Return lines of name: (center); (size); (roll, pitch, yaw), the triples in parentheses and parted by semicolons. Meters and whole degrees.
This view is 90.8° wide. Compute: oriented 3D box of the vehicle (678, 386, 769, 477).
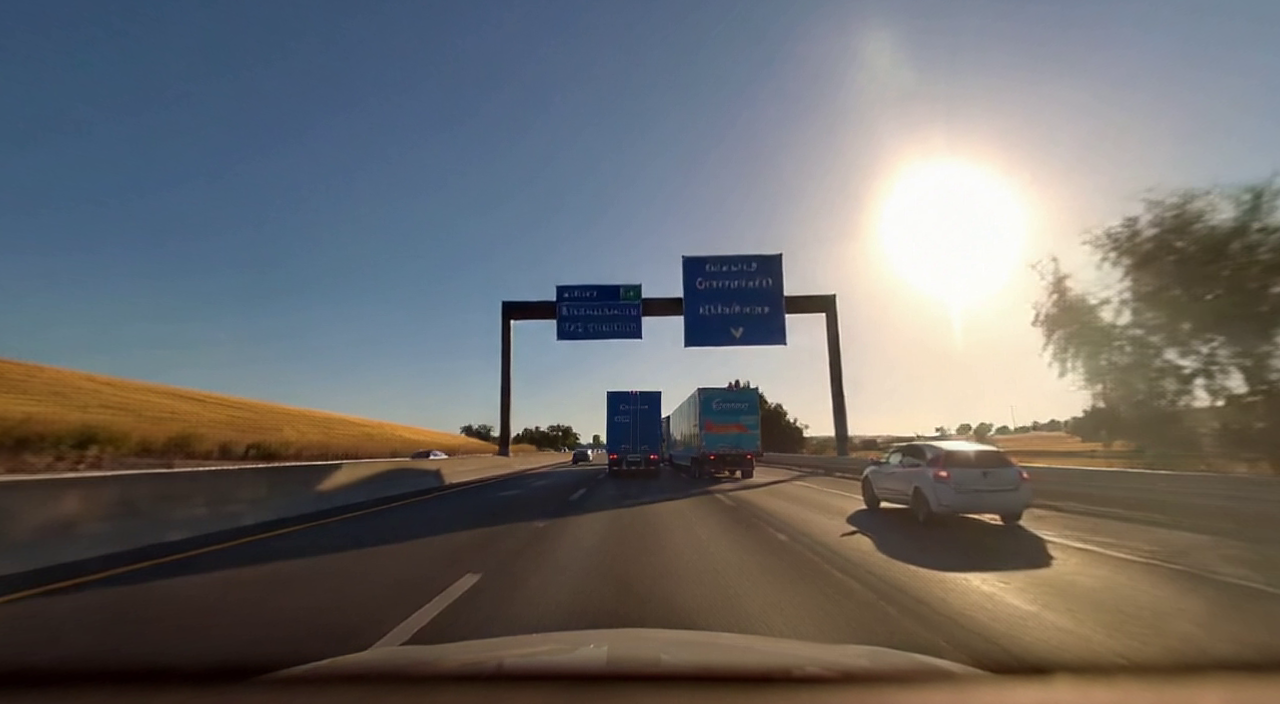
vehicle: (4.246, 4.723, 36.187); (3.044, 4.128, 14.482); (0, -9, -1)

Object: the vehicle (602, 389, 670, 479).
vehicle: (-0.179, 4.222, 31.844); (2.864, 3.805, 9.709); (0, -9, 0)

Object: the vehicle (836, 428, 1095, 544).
vehicle: (5.110, 2.171, 10.915); (2.086, 1.530, 4.808); (-1, -9, 3)
